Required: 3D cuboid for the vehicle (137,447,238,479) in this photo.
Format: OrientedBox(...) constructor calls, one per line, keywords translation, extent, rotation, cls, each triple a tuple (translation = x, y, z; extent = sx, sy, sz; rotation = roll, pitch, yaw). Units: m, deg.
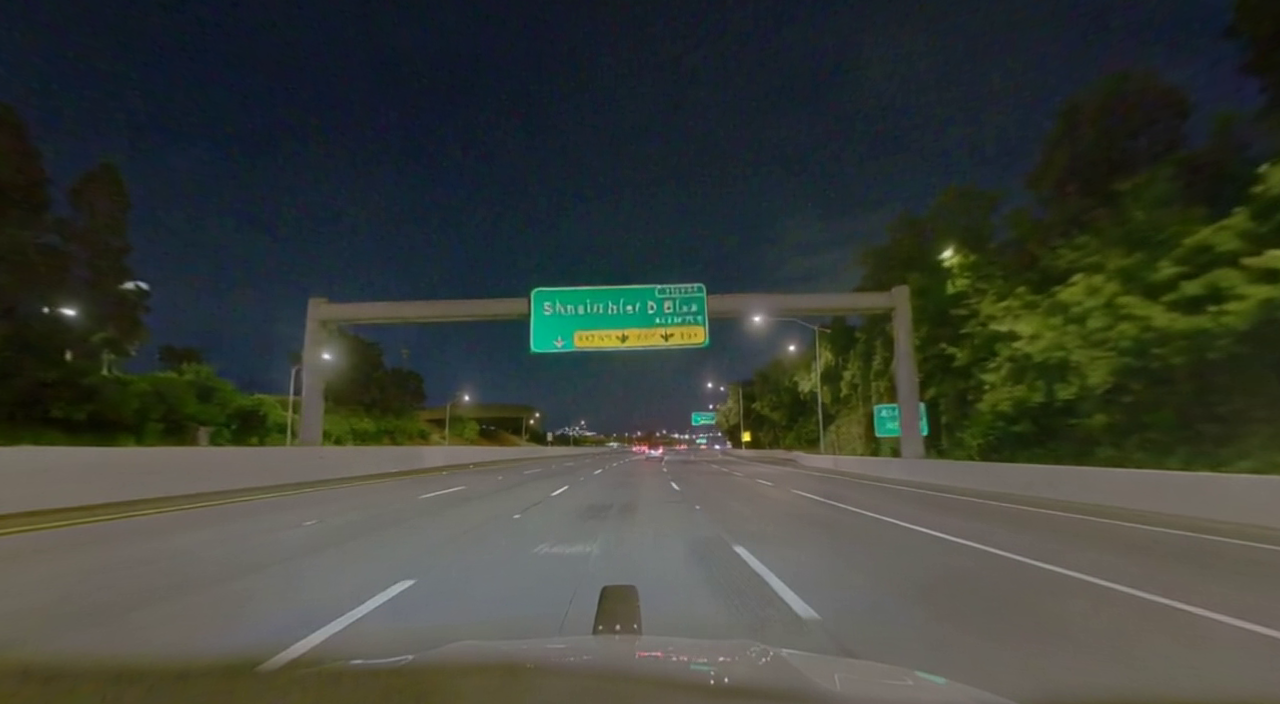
OrientedBox(translation=(-21.501, 5.259, 30.259), extent=(1.765, 1.419, 4.186), rotation=(0, -9, -1), cls="vehicle")
